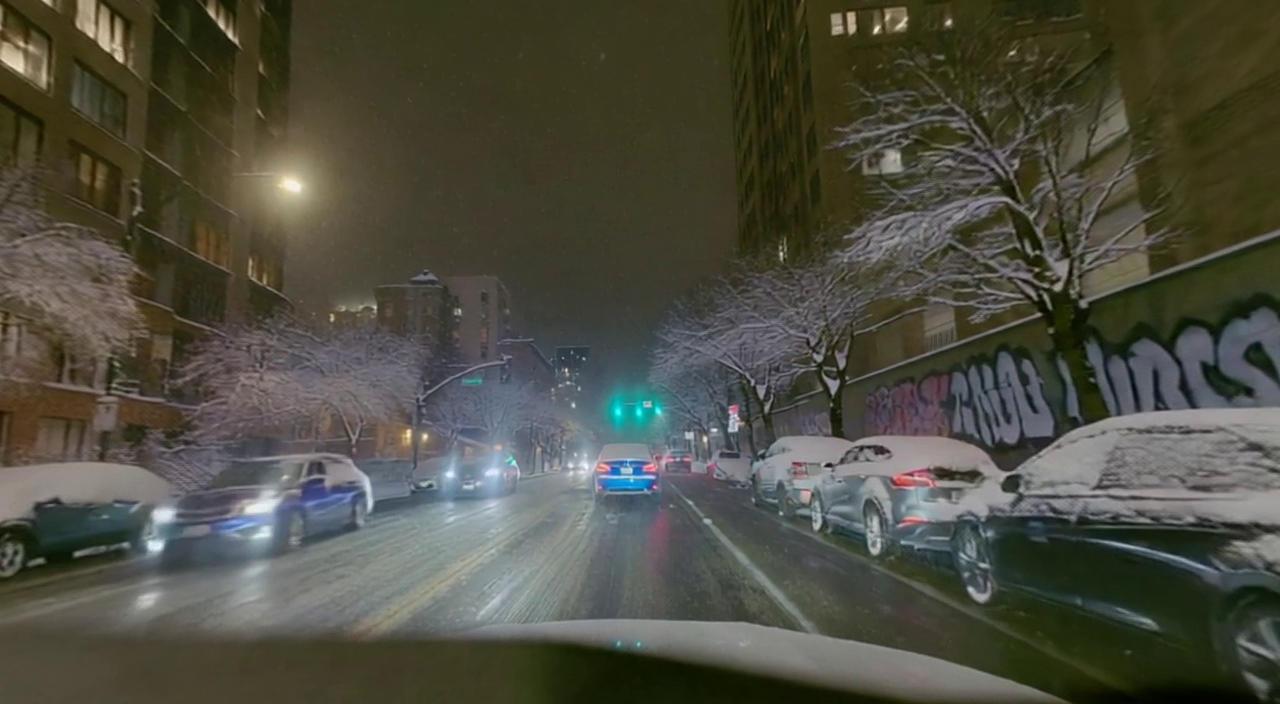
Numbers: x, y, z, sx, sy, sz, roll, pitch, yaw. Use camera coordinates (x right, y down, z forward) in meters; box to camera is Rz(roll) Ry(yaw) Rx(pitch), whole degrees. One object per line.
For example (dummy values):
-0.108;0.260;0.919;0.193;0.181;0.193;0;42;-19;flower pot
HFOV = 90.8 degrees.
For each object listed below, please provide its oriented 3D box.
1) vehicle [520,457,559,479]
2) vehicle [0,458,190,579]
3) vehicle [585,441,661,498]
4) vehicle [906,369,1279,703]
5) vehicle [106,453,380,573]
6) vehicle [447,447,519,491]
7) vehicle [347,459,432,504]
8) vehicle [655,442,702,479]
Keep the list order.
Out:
-7.041;8.161;44.730;2.040;1.402;4.237;0;-8;0;vehicle
-10.922;2.960;11.539;2.276;1.741;4.439;-5;-8;-1;vehicle
-0.522;3.692;20.305;2.166;1.579;4.300;0;-8;-1;vehicle
4.148;1.201;4.501;2.097;1.811;5.230;0;-8;-1;vehicle
-6.409;2.584;11.000;1.906;1.445;4.490;-4;-8;0;vehicle
-6.827;5.106;28.034;2.147;1.747;4.409;0;-8;-1;vehicle
-11.127;5.747;28.379;1.931;1.499;4.645;-7;-8;-2;vehicle
1.951;5.630;33.158;2.207;1.761;4.292;0;-8;0;vehicle
